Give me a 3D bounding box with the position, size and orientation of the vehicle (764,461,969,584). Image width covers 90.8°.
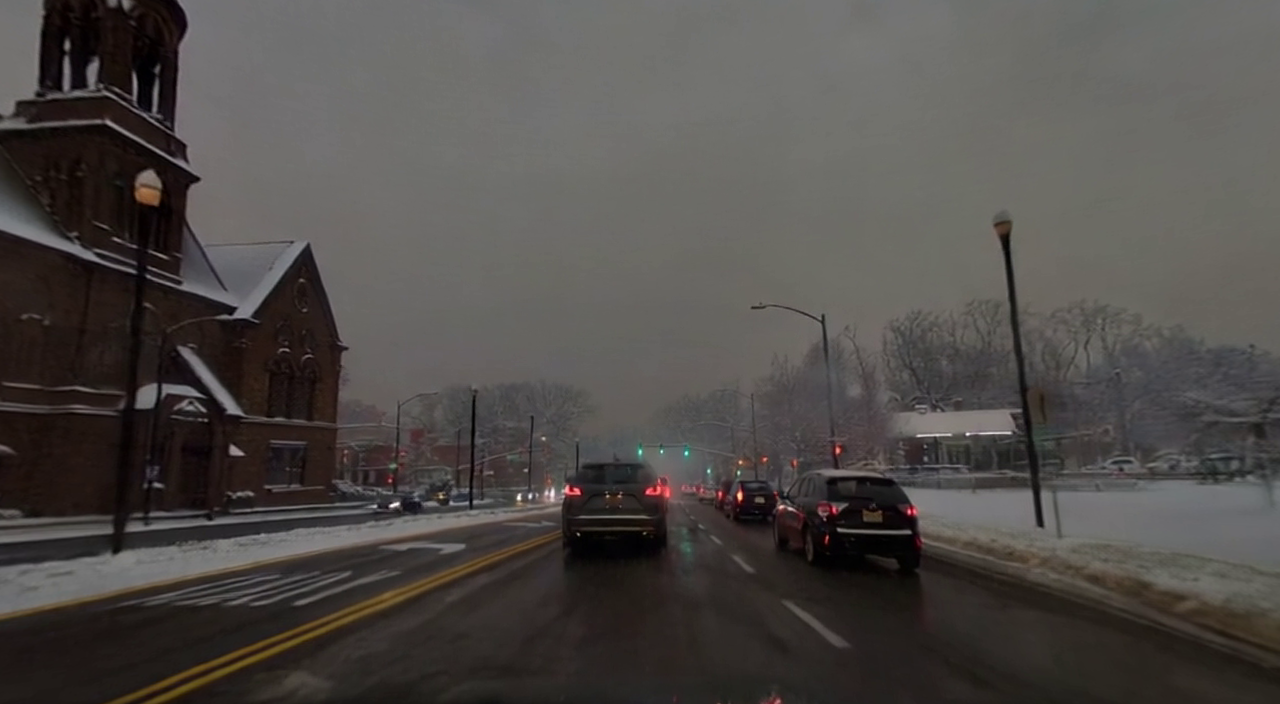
[{"bbox_3d":[3.420,2.631,10.591,1.883,1.472,4.471,0,-8,2],"label":"vehicle"}]

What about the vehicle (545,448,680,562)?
[{"bbox_3d":[-0.407,2.790,12.307,2.168,1.776,4.135,0,-8,1],"label":"vehicle"}]

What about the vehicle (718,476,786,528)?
[{"bbox_3d":[4.054,5.493,23.509,1.890,1.491,4.166,0,-8,2],"label":"vehicle"}]

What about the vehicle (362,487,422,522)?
[{"bbox_3d":[-15.874,9.786,40.717,1.901,1.532,4.733,-1,-6,1],"label":"vehicle"}]
